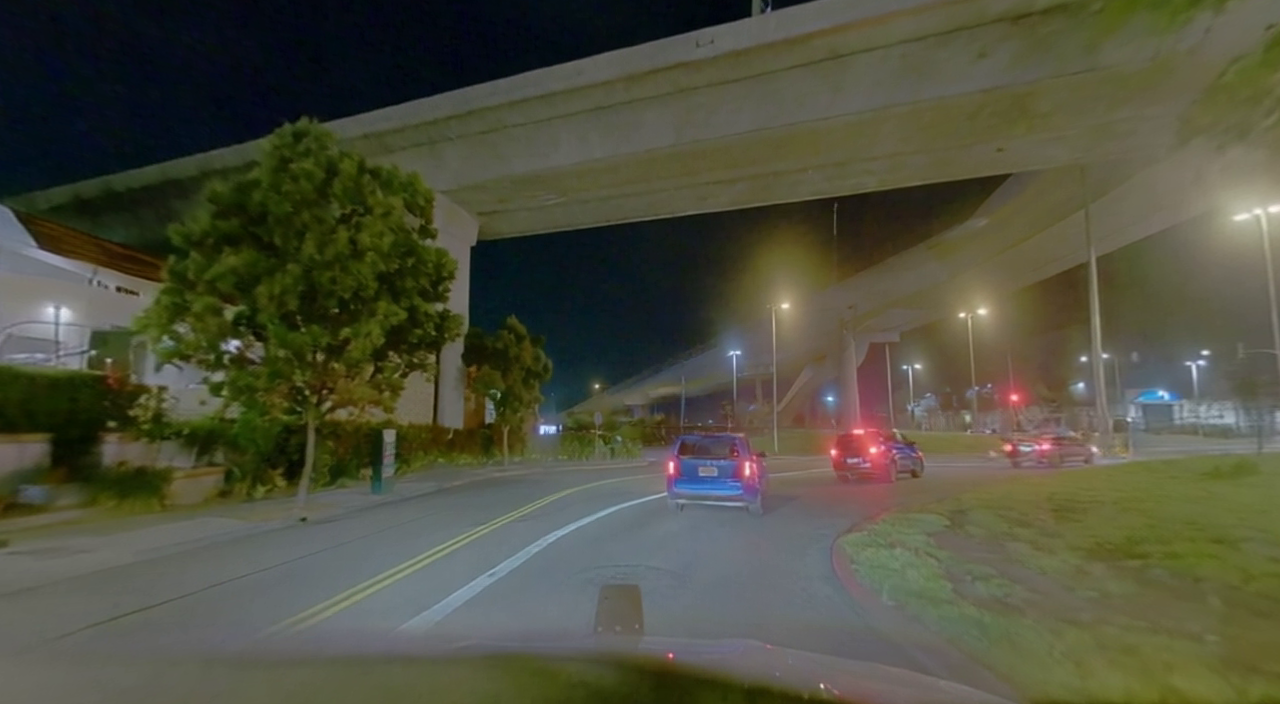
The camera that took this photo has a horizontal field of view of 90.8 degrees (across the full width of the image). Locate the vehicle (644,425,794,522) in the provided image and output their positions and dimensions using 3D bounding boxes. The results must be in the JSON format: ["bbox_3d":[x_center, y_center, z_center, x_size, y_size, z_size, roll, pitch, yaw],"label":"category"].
[{"bbox_3d":[1.821,2.390,12.995,2.087,1.578,4.652,-3,-9,19],"label":"vehicle"}]

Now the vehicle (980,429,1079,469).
[{"bbox_3d":[18.775,4.662,30.438,4.310,1.762,1.995,4,-10,-27],"label":"vehicle"}]

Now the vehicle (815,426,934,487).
[{"bbox_3d":[8.312,3.598,22.161,2.241,1.885,4.771,-6,-10,41],"label":"vehicle"}]

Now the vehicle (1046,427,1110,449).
[{"bbox_3d":[33.729,6.667,48.626,4.444,1.611,1.901,4,-9,-25],"label":"vehicle"}]
